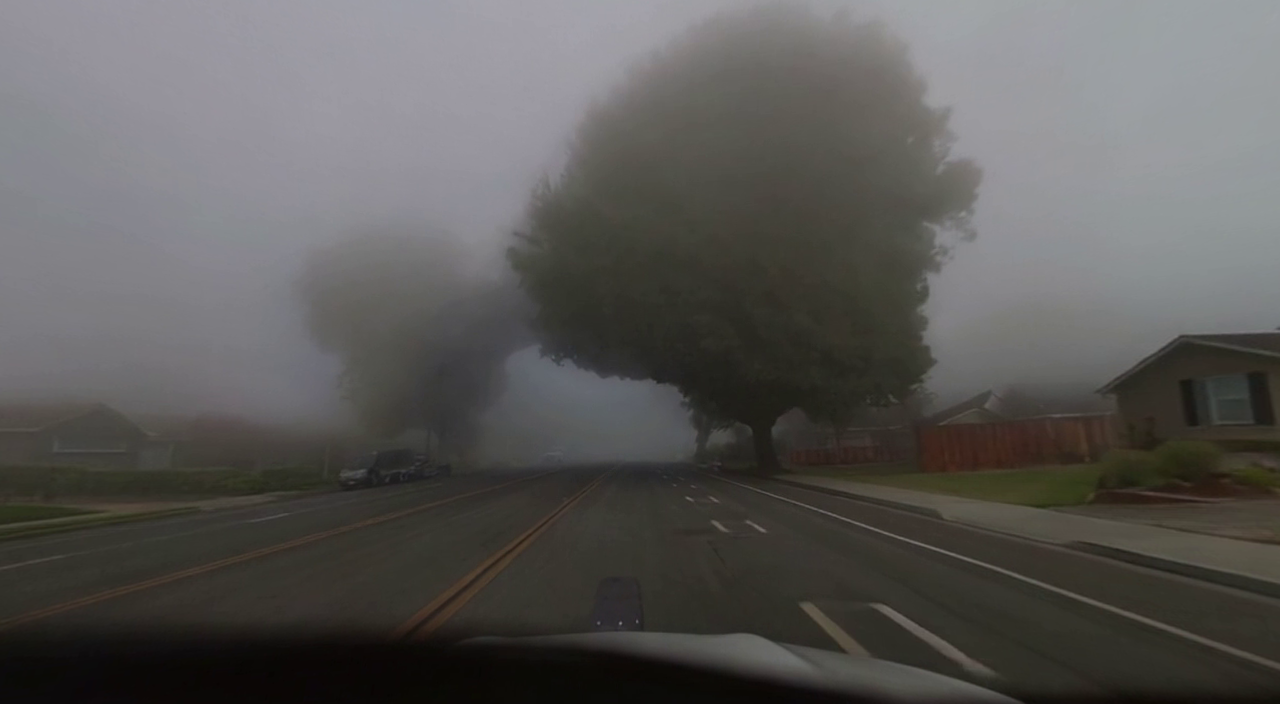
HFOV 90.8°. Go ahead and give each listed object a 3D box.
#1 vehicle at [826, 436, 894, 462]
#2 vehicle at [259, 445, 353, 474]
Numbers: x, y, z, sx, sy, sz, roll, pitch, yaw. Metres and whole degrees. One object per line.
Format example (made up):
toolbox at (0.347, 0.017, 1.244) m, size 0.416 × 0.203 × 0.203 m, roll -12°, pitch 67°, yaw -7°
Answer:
vehicle at (15.403, 6.779, 44.389) m, size 4.010 × 1.751 × 1.922 m, roll -1°, pitch -8°, yaw 3°
vehicle at (-21.971, 7.099, 41.732) m, size 4.889 × 1.822 × 2.159 m, roll 0°, pitch -8°, yaw -3°
